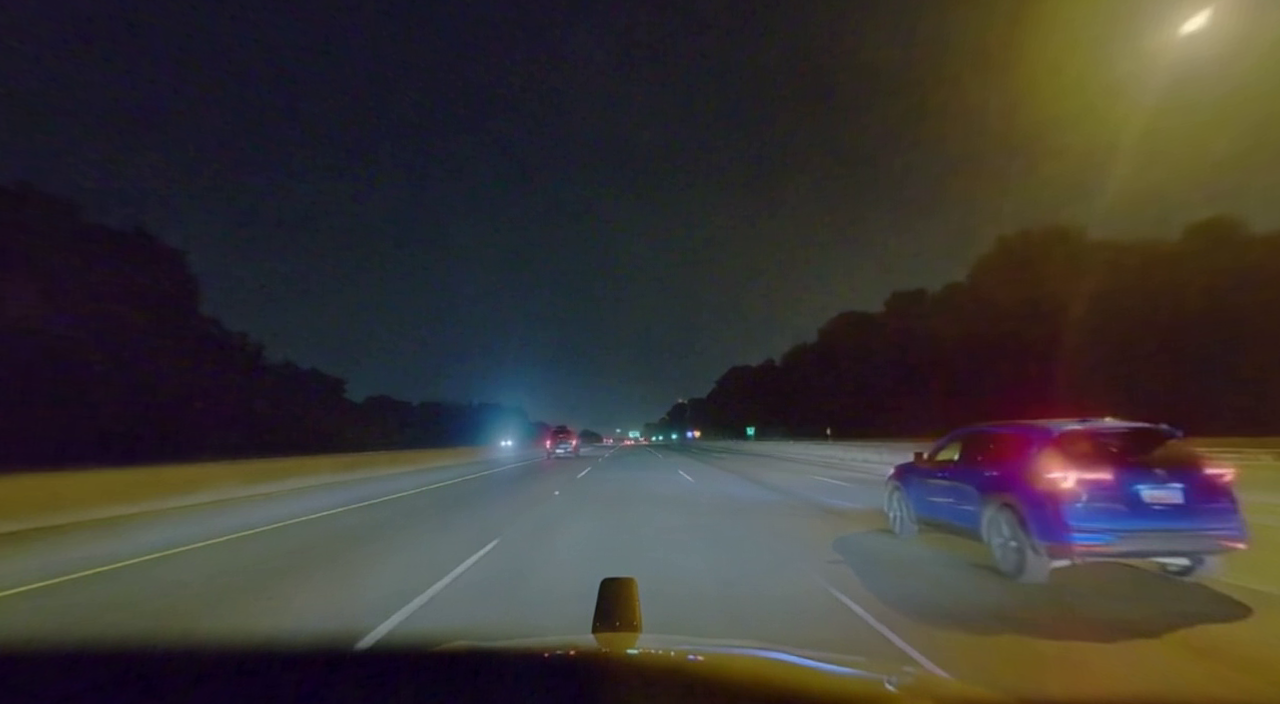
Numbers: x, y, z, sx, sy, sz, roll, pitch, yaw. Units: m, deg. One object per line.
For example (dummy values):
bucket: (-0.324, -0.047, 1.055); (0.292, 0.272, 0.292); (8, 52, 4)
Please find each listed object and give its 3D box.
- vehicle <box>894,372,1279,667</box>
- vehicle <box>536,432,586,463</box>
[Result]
vehicle: (4.127, 1.169, 5.484); (2.011, 1.576, 4.060); (0, -8, -2)
vehicle: (-3.951, 4.835, 32.173); (2.032, 1.465, 4.316); (0, -8, -1)
